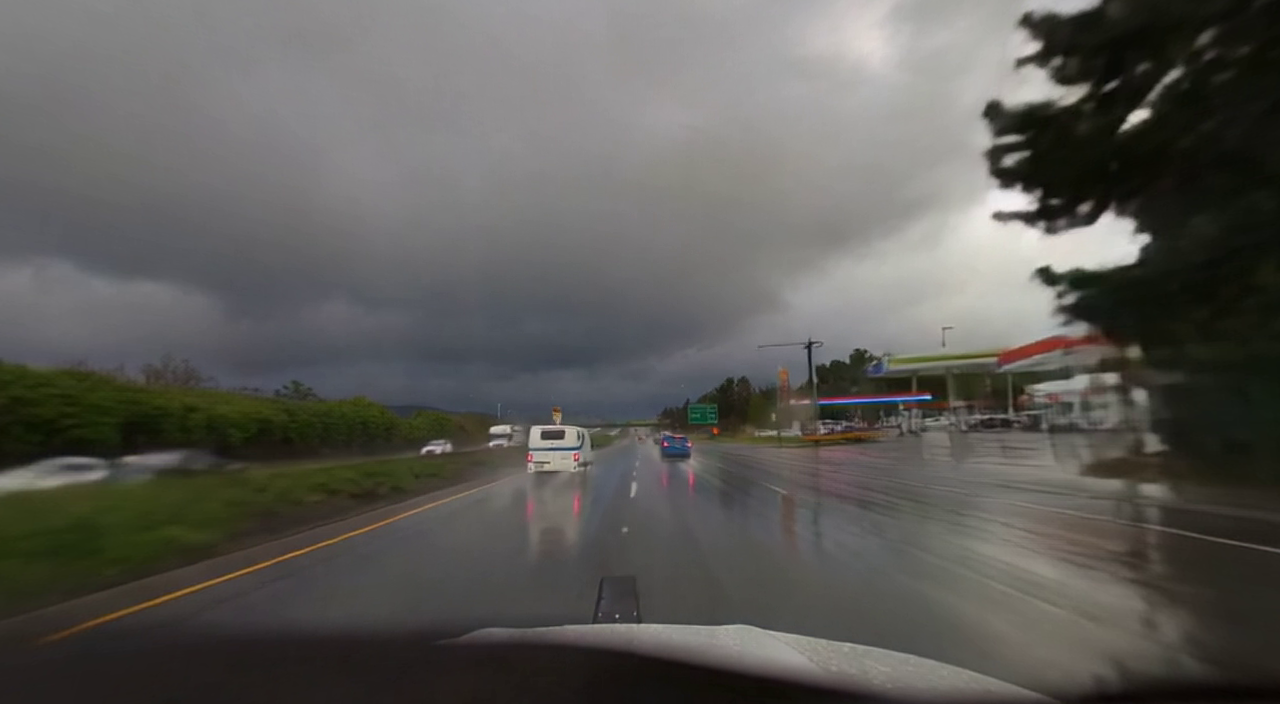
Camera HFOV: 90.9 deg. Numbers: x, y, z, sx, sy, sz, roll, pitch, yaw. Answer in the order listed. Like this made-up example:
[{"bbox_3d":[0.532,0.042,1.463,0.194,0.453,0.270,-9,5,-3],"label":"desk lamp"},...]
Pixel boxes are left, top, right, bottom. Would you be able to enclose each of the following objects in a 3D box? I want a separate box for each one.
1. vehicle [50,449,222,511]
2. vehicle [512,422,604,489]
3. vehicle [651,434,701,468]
[{"bbox_3d":[-13.880,3.487,17.654,1.805,1.467,3.531,0,-8,1],"label":"vehicle"},{"bbox_3d":[-2.269,2.983,18.680,2.061,1.732,4.457,0,-8,1],"label":"vehicle"},{"bbox_3d":[1.683,4.852,31.159,2.151,1.550,4.694,0,-8,-1],"label":"vehicle"}]
